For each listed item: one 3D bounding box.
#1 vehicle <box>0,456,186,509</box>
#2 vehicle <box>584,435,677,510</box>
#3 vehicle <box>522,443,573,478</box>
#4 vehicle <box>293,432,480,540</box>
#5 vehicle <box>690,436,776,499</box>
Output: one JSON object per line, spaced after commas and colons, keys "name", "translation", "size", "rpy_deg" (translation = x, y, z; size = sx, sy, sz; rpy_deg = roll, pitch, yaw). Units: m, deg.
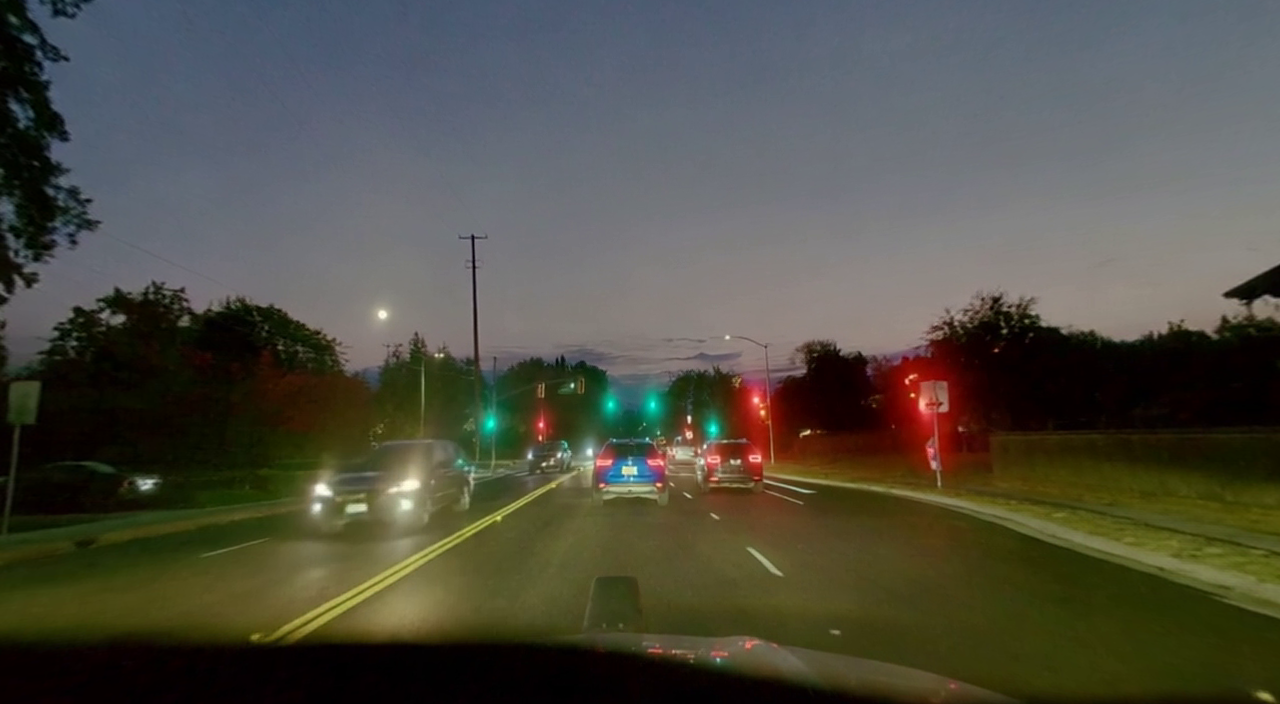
{"name": "vehicle", "translation": [-16.523, 3.889, 18.935], "size": [4.245, 1.446, 1.827], "rpy_deg": [0, -8, -2]}
{"name": "vehicle", "translation": [-0.243, 3.072, 16.586], "size": [2.151, 1.695, 4.100], "rpy_deg": [0, -8, -1]}
{"name": "vehicle", "translation": [-5.274, 6.263, 36.714], "size": [2.197, 1.882, 4.973], "rpy_deg": [0, -8, 0]}
{"name": "vehicle", "translation": [-4.645, 2.477, 12.292], "size": [2.063, 1.727, 3.923], "rpy_deg": [0, -8, -1]}
{"name": "vehicle", "translation": [2.798, 3.588, 19.979], "size": [1.967, 1.756, 4.281], "rpy_deg": [0, -8, -1]}
